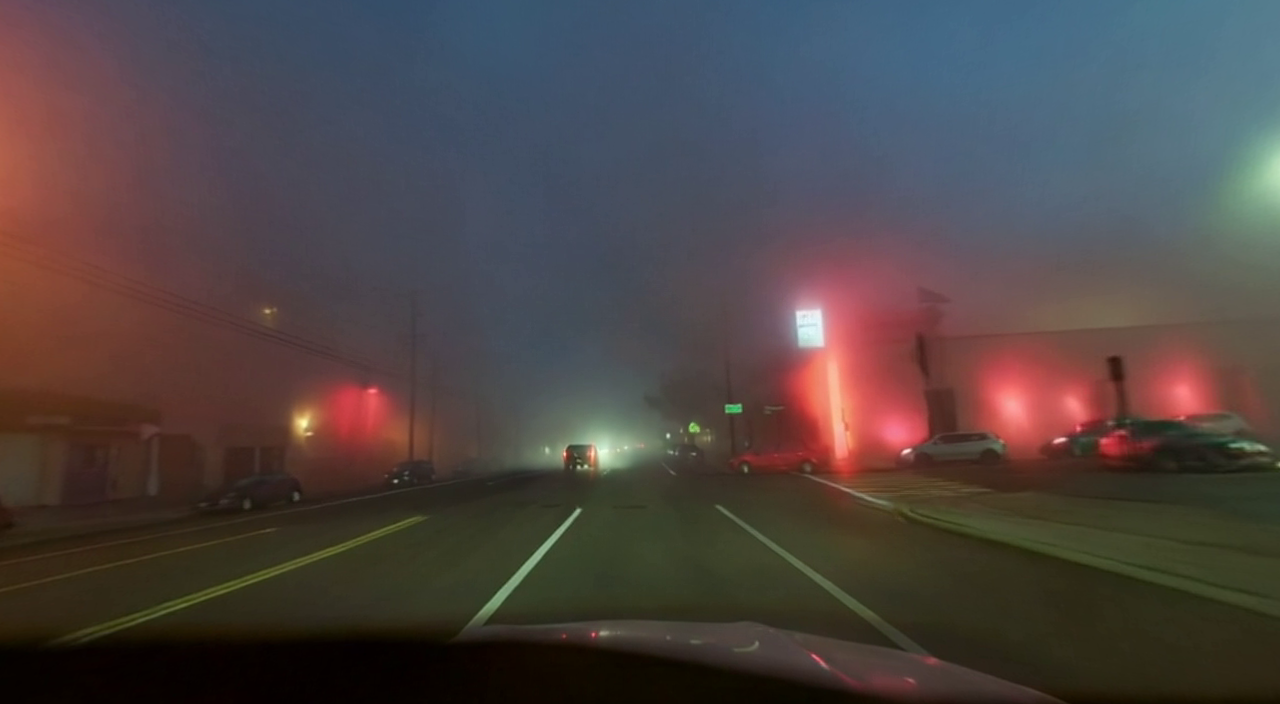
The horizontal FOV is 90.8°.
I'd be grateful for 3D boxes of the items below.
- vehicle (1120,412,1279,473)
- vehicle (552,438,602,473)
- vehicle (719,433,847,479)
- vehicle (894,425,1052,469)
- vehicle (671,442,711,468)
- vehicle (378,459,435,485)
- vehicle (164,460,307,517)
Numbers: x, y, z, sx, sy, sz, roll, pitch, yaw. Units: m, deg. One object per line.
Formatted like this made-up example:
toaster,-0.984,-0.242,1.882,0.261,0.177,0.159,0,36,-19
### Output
vehicle,15.740,2.364,16.520,4.877,1.471,1.852,0,-8,-2
vehicle,-3.500,5.839,35.910,2.348,1.831,4.737,0,-8,0
vehicle,5.300,3.939,24.075,4.474,1.632,2.234,-1,-8,5
vehicle,12.815,3.727,24.708,5.034,1.590,2.025,-2,-8,13
vehicle,3.183,6.589,40.575,2.007,1.558,4.464,0,-8,-2
vehicle,-15.766,8.127,42.915,2.073,1.492,4.687,-1,-8,0
vehicle,-15.485,5.212,24.669,1.966,1.760,5.423,-1,-8,0
